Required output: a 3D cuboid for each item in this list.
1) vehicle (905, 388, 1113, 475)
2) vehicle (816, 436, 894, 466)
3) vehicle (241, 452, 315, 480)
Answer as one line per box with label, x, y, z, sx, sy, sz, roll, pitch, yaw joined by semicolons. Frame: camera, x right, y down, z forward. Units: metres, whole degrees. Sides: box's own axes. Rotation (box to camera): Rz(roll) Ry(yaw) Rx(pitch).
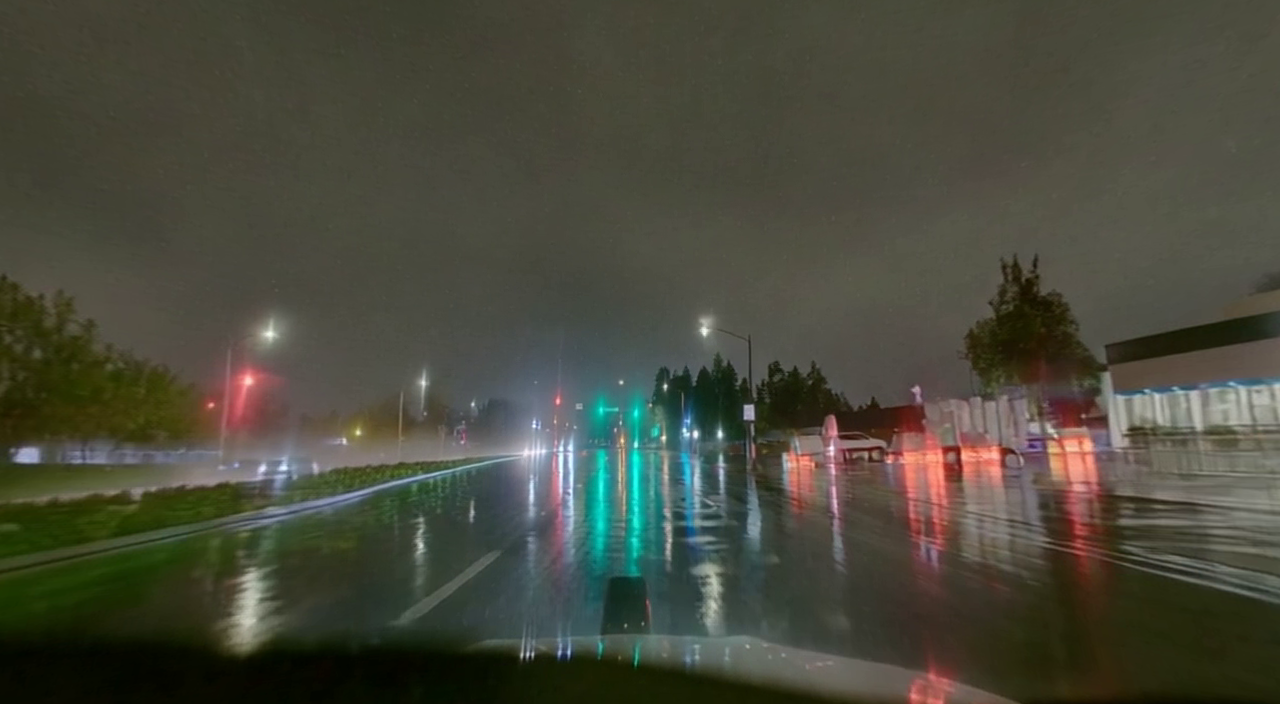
vehicle;15.498;3.394;26.930;6.641;3.391;3.387;0;-9;-3
vehicle;12.284;5.651;36.309;1.948;1.466;4.520;-1;-7;-16
vehicle;-20.909;6.575;36.598;1.794;1.463;4.332;0;-8;-1
